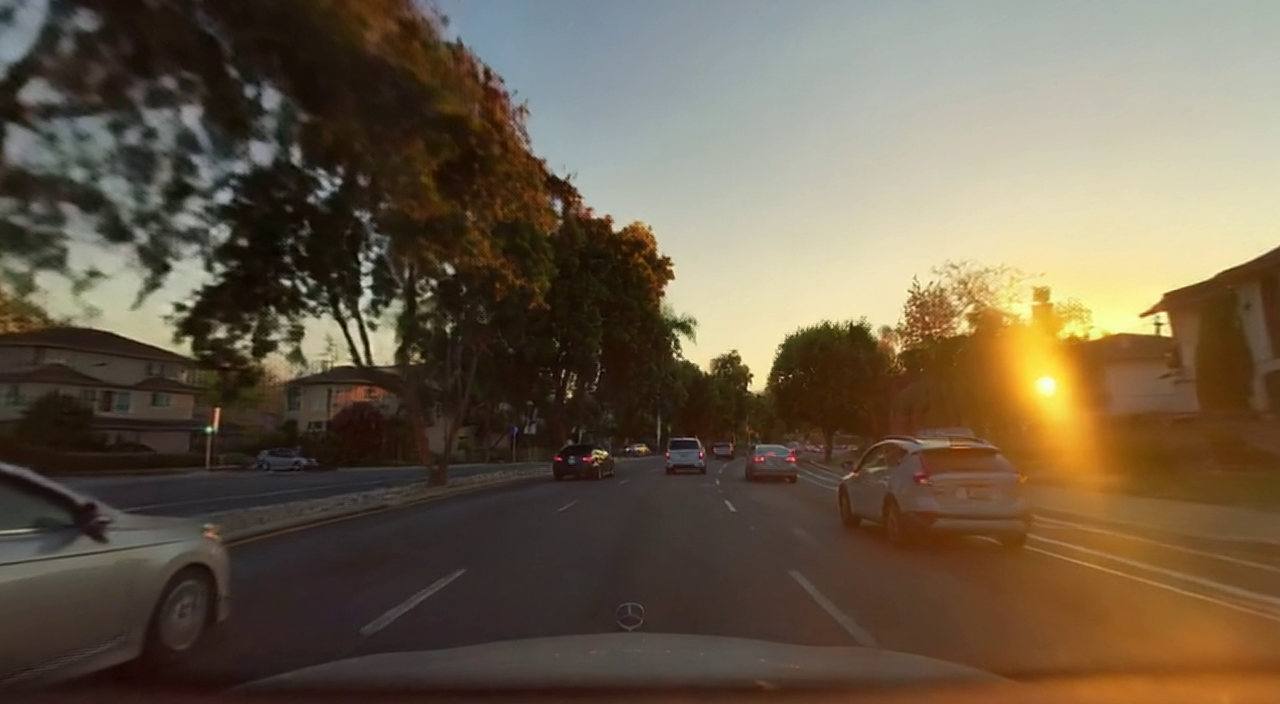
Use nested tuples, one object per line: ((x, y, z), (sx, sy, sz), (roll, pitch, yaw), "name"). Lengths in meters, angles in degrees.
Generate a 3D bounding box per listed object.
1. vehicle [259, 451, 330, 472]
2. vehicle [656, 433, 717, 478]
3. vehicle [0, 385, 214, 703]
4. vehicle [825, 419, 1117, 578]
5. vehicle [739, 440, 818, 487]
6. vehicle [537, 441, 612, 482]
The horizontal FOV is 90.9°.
((-25.760, 8.150, 47.002), (4.565, 1.478, 1.989), (-3, -9, 18), "vehicle")
((2.111, 4.475, 27.384), (2.250, 1.768, 4.574), (-2, -9, 9), "vehicle")
((-3.641, 0.698, 1.312), (2.169, 1.468, 4.716), (0, -9, 1), "vehicle")
((3.767, 1.705, 7.980), (1.859, 1.540, 3.454), (-1, -9, 2), "vehicle")
((4.720, 3.854, 22.148), (2.117, 1.472, 4.158), (-1, -9, 4), "vehicle")
((-2.470, 4.291, 25.037), (2.006, 1.464, 4.586), (-1, -9, 7), "vehicle")
